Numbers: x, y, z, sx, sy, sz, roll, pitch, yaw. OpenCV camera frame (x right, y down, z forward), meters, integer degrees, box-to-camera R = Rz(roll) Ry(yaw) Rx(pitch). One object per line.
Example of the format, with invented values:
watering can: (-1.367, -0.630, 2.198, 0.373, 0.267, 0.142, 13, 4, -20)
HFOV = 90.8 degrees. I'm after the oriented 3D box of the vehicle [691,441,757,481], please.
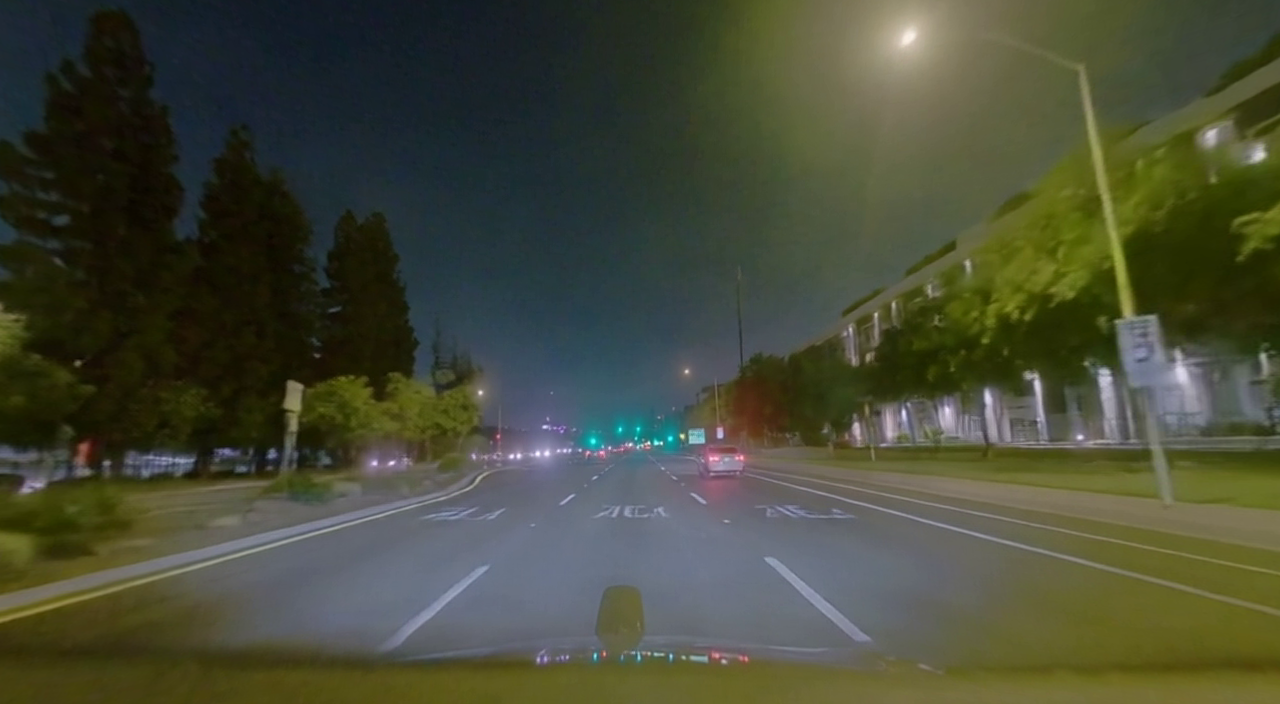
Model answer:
vehicle: (3.288, 4.348, 25.599, 1.966, 1.449, 4.290, 0, -8, -1)
